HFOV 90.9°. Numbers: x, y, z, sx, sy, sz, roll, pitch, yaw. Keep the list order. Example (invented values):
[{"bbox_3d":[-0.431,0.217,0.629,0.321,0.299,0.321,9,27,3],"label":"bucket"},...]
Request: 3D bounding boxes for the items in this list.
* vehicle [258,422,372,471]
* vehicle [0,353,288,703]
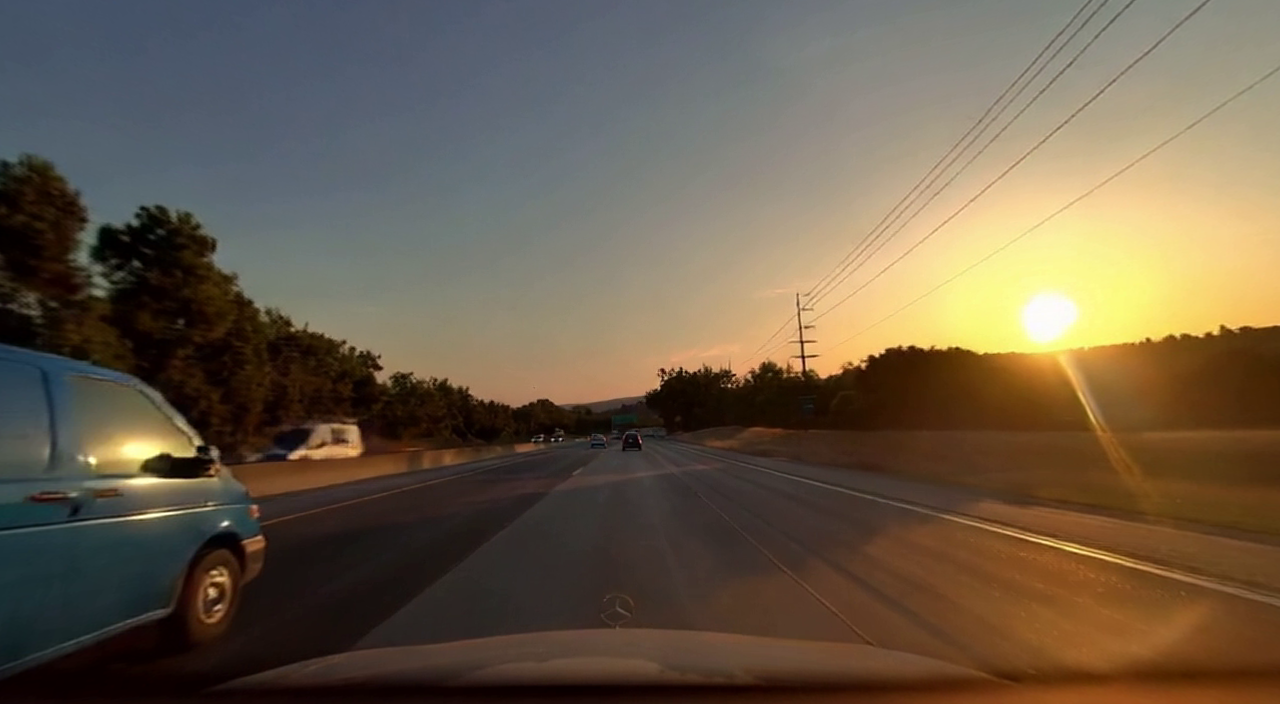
[{"bbox_3d":[-13.475,3.950,26.597,2.160,1.827,5.075,0,-8,-1],"label":"vehicle"},{"bbox_3d":[-3.979,0.851,2.735,2.146,1.709,4.856,0,-8,-1],"label":"vehicle"}]
